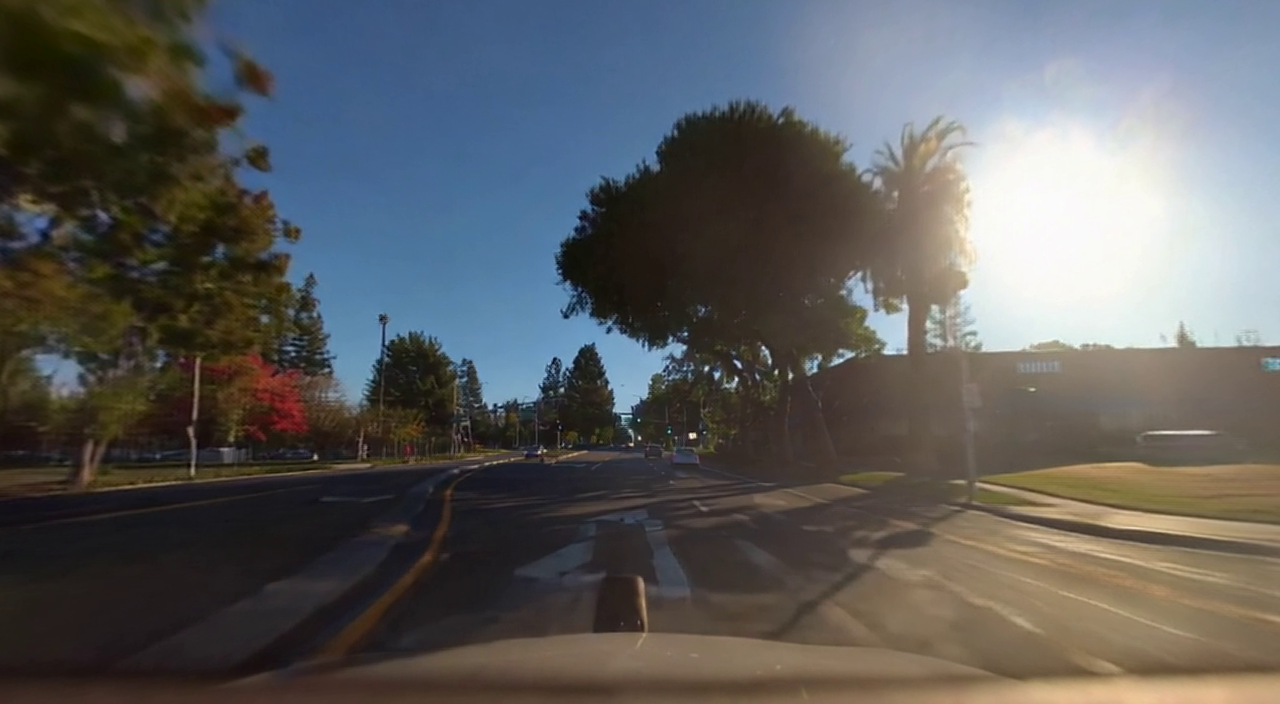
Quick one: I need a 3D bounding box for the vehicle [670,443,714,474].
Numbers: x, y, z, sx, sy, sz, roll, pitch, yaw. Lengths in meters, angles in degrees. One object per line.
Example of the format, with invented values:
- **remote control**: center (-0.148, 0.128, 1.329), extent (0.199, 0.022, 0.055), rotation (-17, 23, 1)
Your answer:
- **vehicle**: center (2.797, 5.866, 34.908), extent (1.961, 1.580, 4.020), rotation (1, -8, -2)
